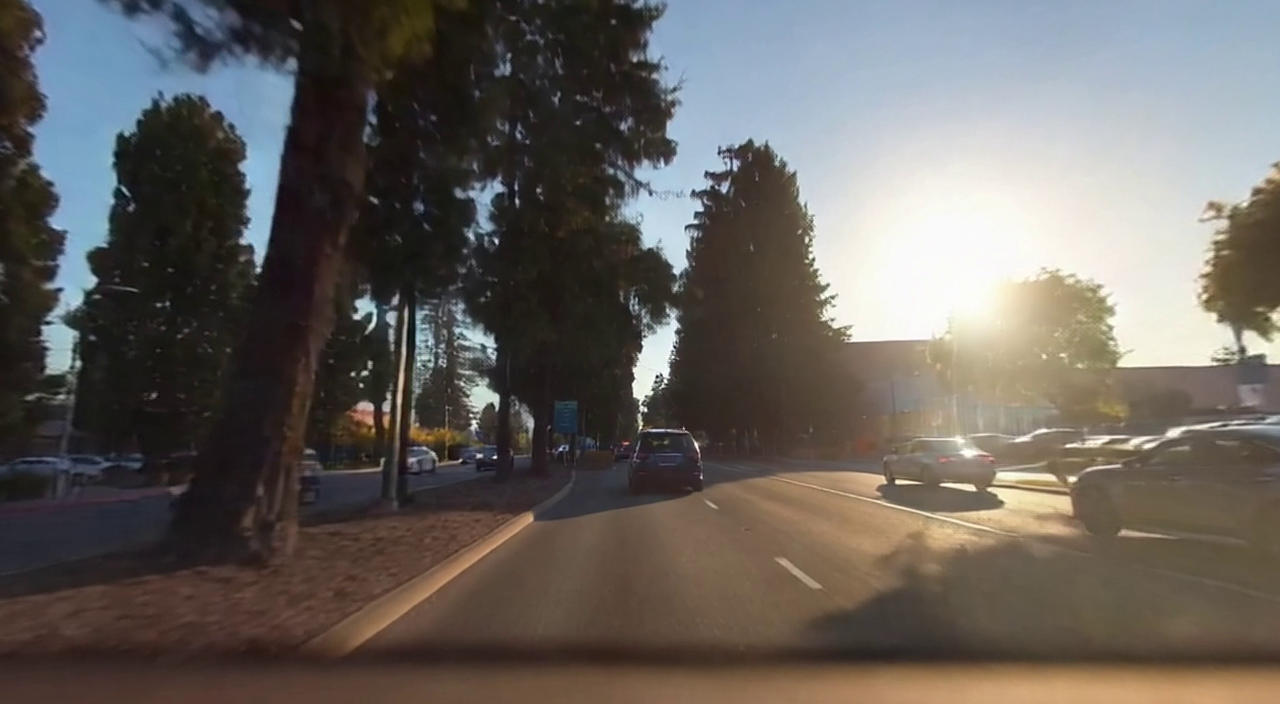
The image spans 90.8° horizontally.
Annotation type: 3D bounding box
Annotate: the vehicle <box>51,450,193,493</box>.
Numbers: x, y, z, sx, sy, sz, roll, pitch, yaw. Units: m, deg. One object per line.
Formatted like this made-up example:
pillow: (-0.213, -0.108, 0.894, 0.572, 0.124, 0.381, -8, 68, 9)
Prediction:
vehicle: (-26.027, 5.942, 31.779, 5.966, 1.957, 2.305, -2, -9, 15)

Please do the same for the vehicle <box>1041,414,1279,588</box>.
vehicle: (6.525, 1.428, 6.407, 1.994, 1.488, 4.313, 0, -8, -1)

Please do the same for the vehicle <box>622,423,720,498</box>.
vehicle: (0.706, 3.096, 18.458, 2.300, 1.870, 4.936, 0, -8, -4)

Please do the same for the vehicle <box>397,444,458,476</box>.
vehicle: (-12.317, 6.280, 36.975, 2.054, 1.749, 4.443, 0, -8, -1)

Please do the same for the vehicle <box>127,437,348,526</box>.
vehicle: (-8.895, 2.852, 14.599, 2.196, 1.717, 4.453, 0, -8, -1)

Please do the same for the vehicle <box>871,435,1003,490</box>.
vehicle: (9.106, 3.397, 19.862, 1.894, 1.517, 4.419, 0, -8, -1)

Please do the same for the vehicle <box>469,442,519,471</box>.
vehicle: (-9.348, 6.718, 40.897, 2.104, 1.778, 4.520, 0, -8, 0)
